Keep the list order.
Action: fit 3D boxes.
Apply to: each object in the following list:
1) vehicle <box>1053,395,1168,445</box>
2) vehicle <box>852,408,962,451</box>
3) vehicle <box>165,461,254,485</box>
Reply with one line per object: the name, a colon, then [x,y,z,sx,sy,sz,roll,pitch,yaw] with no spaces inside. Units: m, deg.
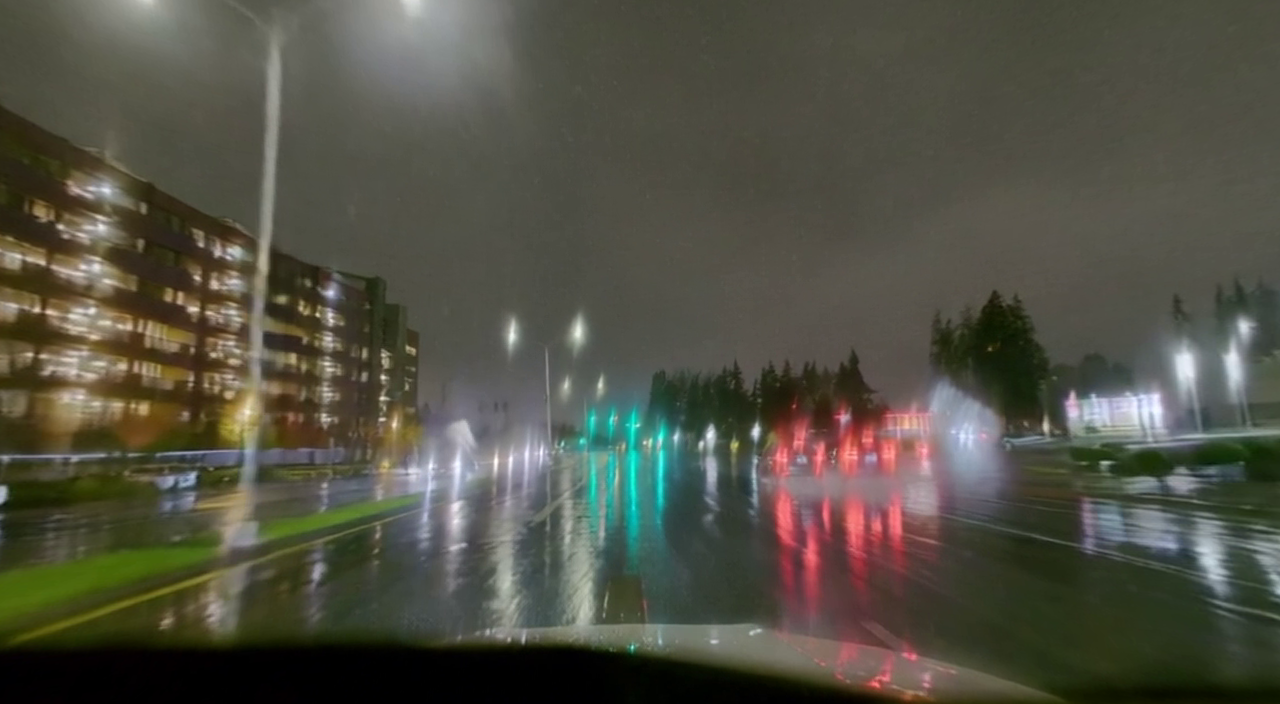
vehicle: [33.015,4.958,44.793,2.670,3.093,7.117,-2,-9,1]
vehicle: [20.933,6.131,49.875,7.305,3.266,2.842,0,-9,-3]
vehicle: [-30.545,8.583,44.943,4.821,1.605,2.028,-1,-9,0]
